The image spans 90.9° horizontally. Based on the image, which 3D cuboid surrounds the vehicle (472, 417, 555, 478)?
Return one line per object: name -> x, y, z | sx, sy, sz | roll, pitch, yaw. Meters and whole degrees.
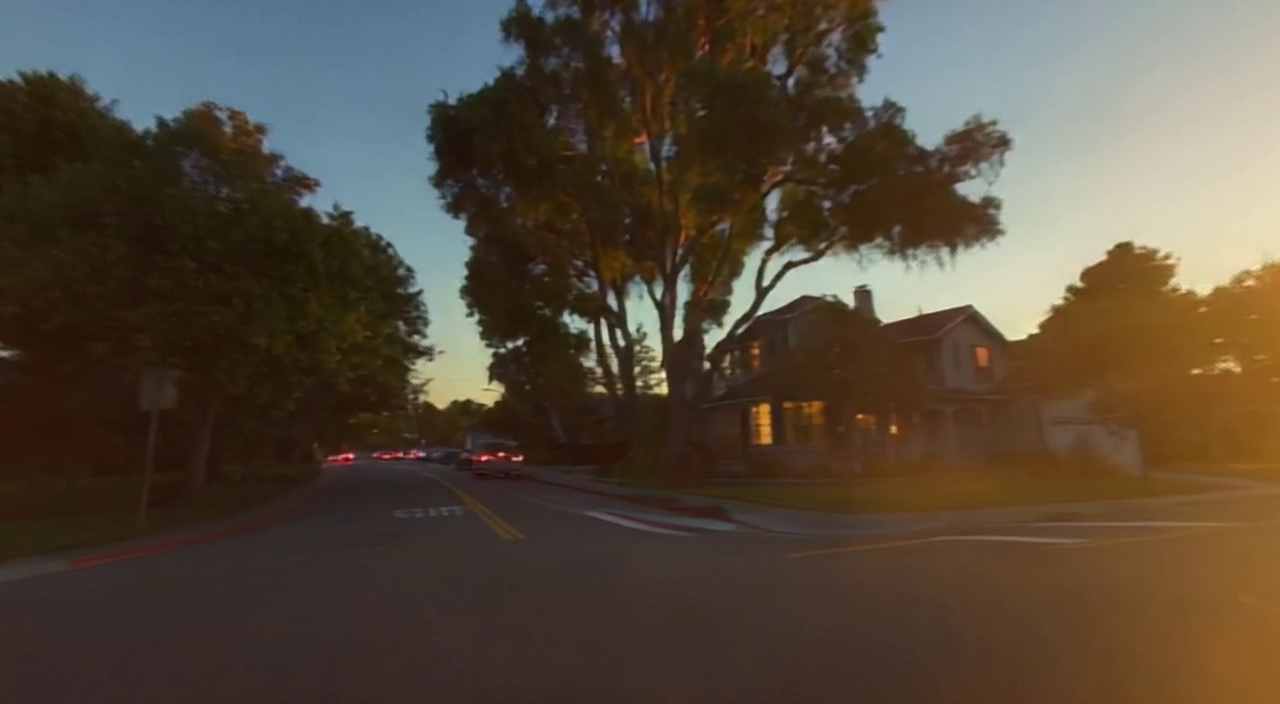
vehicle -> -7.235, 5.265, 35.465 | 2.718, 3.089, 6.380 | 4, -8, -28
